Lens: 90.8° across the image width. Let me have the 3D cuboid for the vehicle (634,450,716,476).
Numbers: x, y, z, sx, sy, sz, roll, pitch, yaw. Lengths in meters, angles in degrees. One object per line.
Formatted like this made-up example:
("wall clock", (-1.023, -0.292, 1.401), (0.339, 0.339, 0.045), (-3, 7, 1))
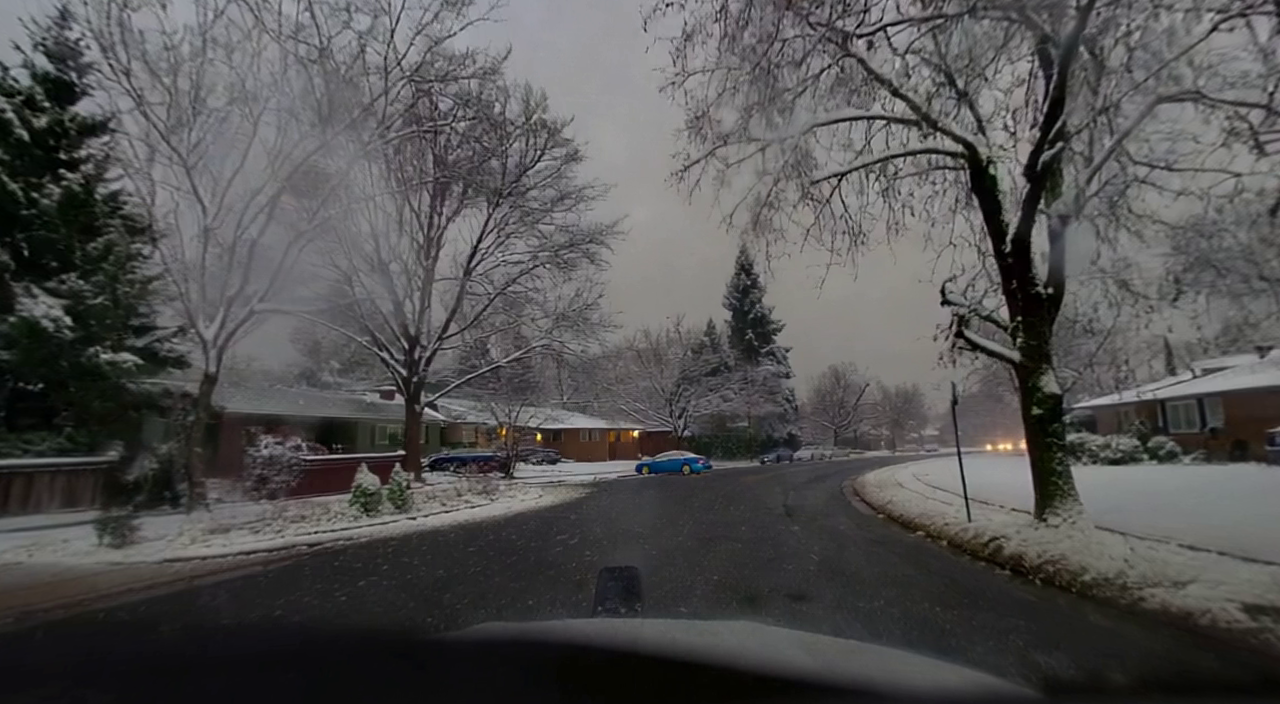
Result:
("vehicle", (2.153, 6.823, 39.020), (4.653, 1.480, 1.871), (-4, -9, 23))
